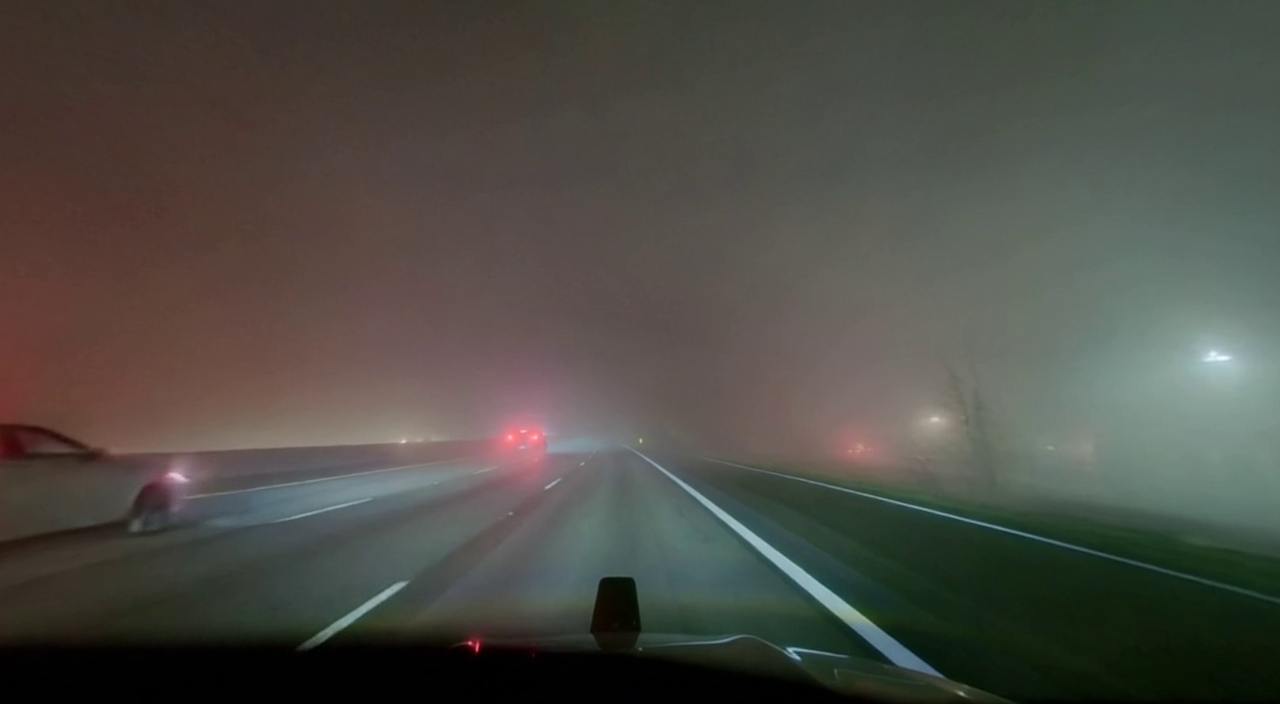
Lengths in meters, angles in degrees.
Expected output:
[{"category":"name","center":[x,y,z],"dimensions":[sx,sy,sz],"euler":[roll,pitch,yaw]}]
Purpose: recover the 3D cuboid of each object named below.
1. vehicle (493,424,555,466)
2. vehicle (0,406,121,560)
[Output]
[{"category":"vehicle","center":[-5.104,4.159,28.211],"dimensions":[2.007,1.727,4.040],"euler":[0,-8,-1]},{"category":"vehicle","center":[-7.917,1.283,5.914],"dimensions":[2.148,1.635,4.670],"euler":[1,-8,-2]}]
